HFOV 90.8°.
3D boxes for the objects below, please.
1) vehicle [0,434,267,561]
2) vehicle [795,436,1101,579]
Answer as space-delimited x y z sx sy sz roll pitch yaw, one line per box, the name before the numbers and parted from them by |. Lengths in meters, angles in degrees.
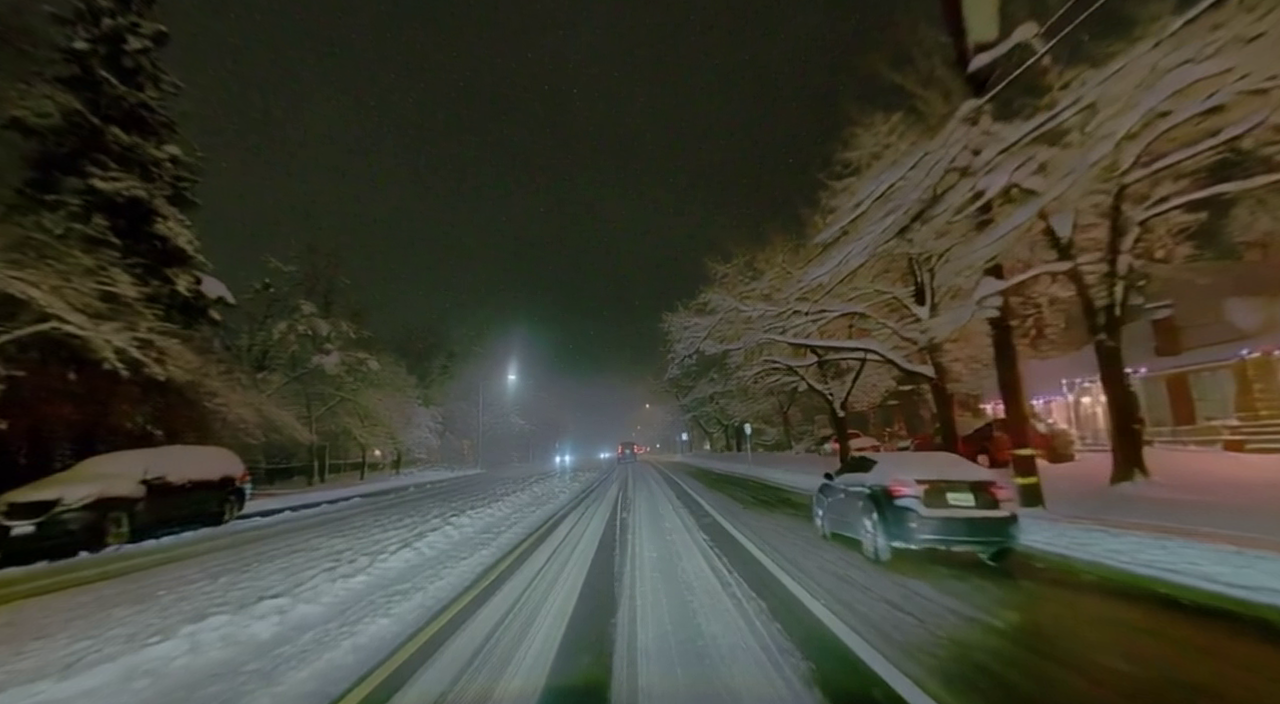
vehicle | -10.939 3.017 13.960 2.111 2.050 5.328 -7 -8 0
vehicle | 3.919 2.030 9.182 2.167 1.535 4.464 0 -8 0
